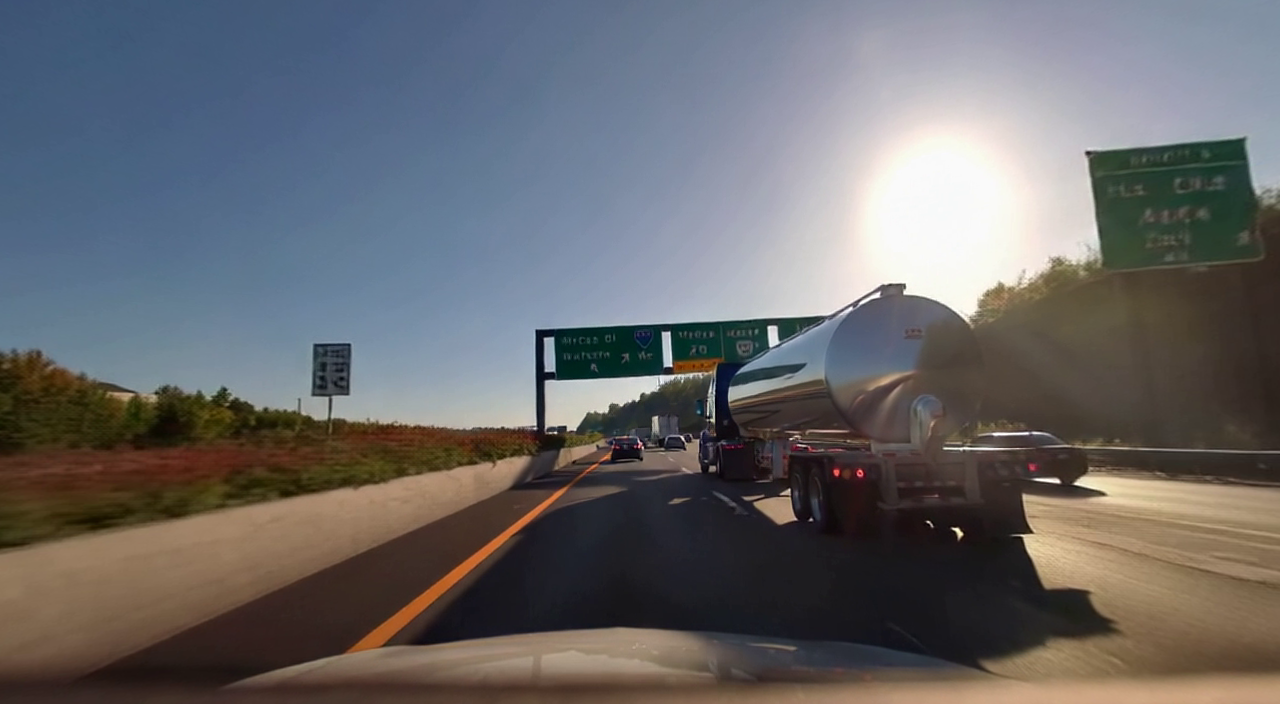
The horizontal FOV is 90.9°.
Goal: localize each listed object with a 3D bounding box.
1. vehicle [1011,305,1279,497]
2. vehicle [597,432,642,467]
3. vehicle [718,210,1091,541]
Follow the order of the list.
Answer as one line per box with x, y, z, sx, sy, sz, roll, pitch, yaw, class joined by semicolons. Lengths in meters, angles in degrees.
14.957;1.525;17.084;2.878;4.124;10.050;1;-8;-5;vehicle
-0.952;4.602;29.962;2.000;1.510;3.518;0;-8;-1;vehicle
3.621;0.835;12.022;2.826;3.905;9.262;0;-8;-2;vehicle
